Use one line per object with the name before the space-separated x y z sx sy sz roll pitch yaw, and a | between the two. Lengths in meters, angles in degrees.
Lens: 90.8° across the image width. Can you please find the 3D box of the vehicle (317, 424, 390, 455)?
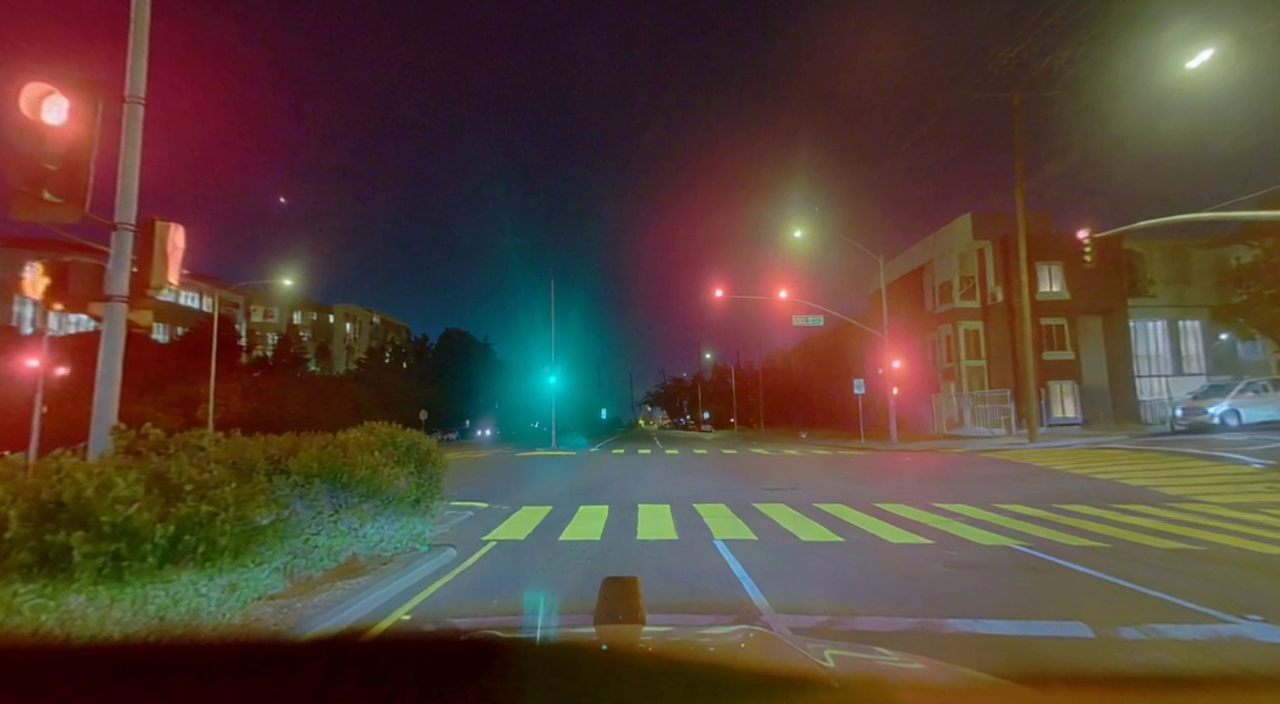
vehicle | -18.288 5.662 40.638 2.225 1.871 5.189 0 -9 0

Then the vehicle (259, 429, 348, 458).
vehicle | -18.083 4.979 34.305 1.939 1.430 5.533 0 -9 -2

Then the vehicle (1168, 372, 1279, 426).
vehicle | 22.344 1.655 23.055 4.531 1.753 1.964 -2 -2 -5
